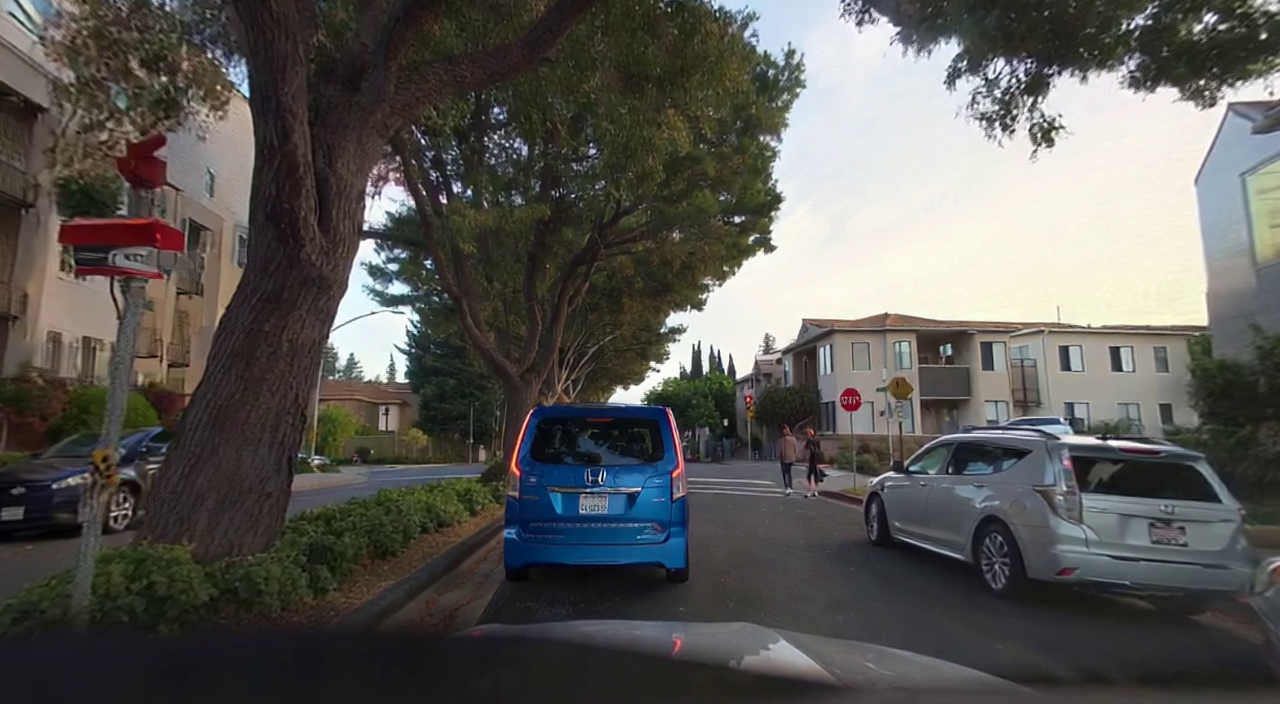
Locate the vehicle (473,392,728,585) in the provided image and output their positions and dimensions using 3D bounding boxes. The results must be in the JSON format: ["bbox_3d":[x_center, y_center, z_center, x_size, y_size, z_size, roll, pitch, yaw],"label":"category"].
[{"bbox_3d":[-0.410,1.622,8.289,2.377,1.787,4.652,0,-8,-1],"label":"vehicle"}]

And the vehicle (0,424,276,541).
[{"bbox_3d":[-8.311,2.051,10.647,1.825,1.532,4.083,-3,-7,1],"label":"vehicle"}]

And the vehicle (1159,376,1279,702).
[{"bbox_3d":[4.550,0.836,1.896,2.016,1.757,4.617,3,-8,-1],"label":"vehicle"}]

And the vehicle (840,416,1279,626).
[{"bbox_3d":[4.202,1.728,7.535,1.959,1.581,4.731,4,-9,-2],"label":"vehicle"}]
